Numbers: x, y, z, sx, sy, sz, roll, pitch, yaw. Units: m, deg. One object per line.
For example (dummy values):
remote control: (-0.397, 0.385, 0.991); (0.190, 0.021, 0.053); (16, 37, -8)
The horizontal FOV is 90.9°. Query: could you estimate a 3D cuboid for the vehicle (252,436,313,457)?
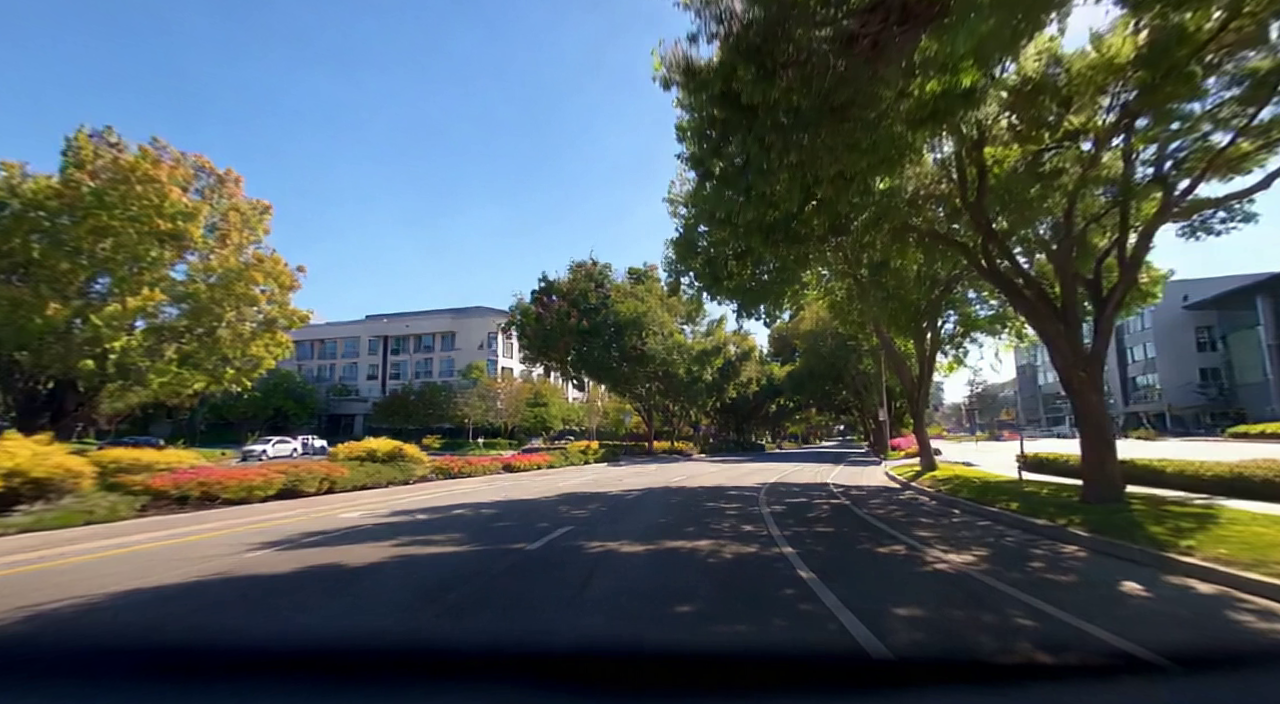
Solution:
vehicle: (-25.879, 6.902, 45.734); (1.680, 1.413, 3.616); (-4, -10, 16)
